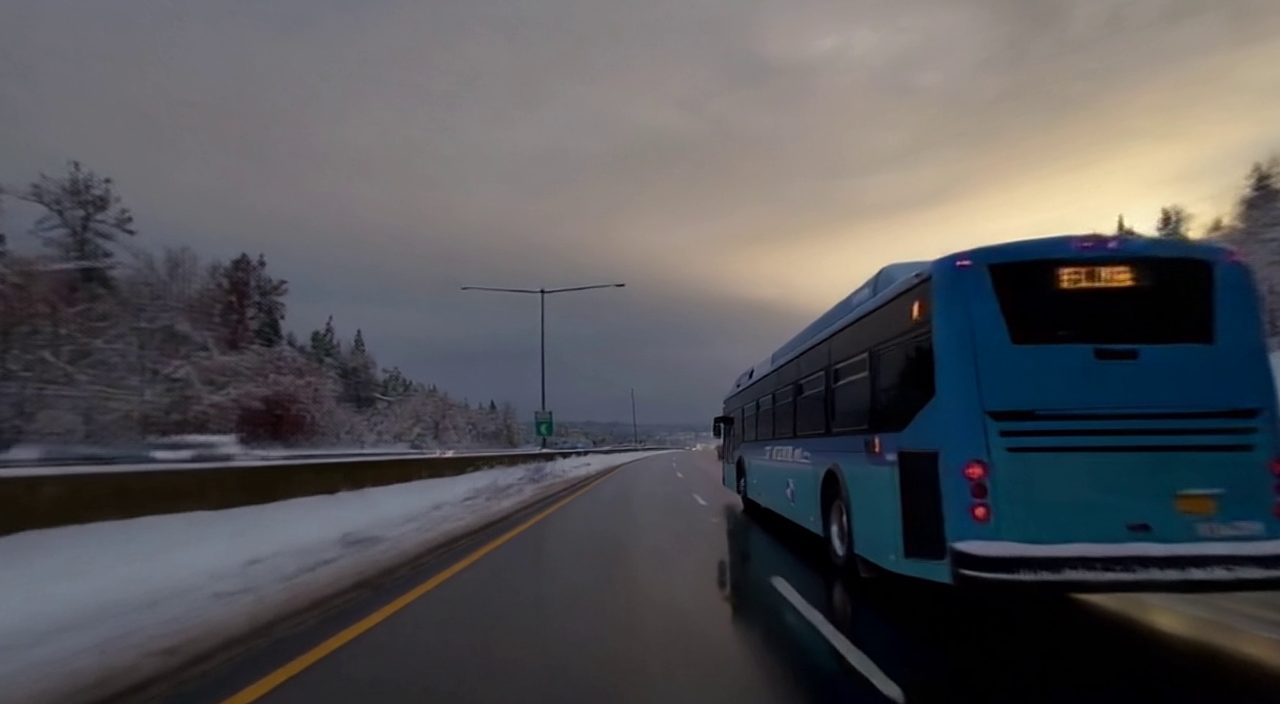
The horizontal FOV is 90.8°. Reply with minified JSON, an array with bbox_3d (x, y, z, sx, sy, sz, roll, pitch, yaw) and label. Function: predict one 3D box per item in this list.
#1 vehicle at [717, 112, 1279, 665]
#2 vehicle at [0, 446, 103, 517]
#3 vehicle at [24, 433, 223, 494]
[{"bbox_3d":[3.769,1.196,11.300,3.144,3.580,14.591,0,-8,1],"label":"vehicle"},{"bbox_3d":[-14.483,2.733,13.317,2.099,1.471,4.756,0,-8,1],"label":"vehicle"},{"bbox_3d":[-18.223,3.961,22.836,2.281,1.891,5.644,-1,-8,2],"label":"vehicle"}]
